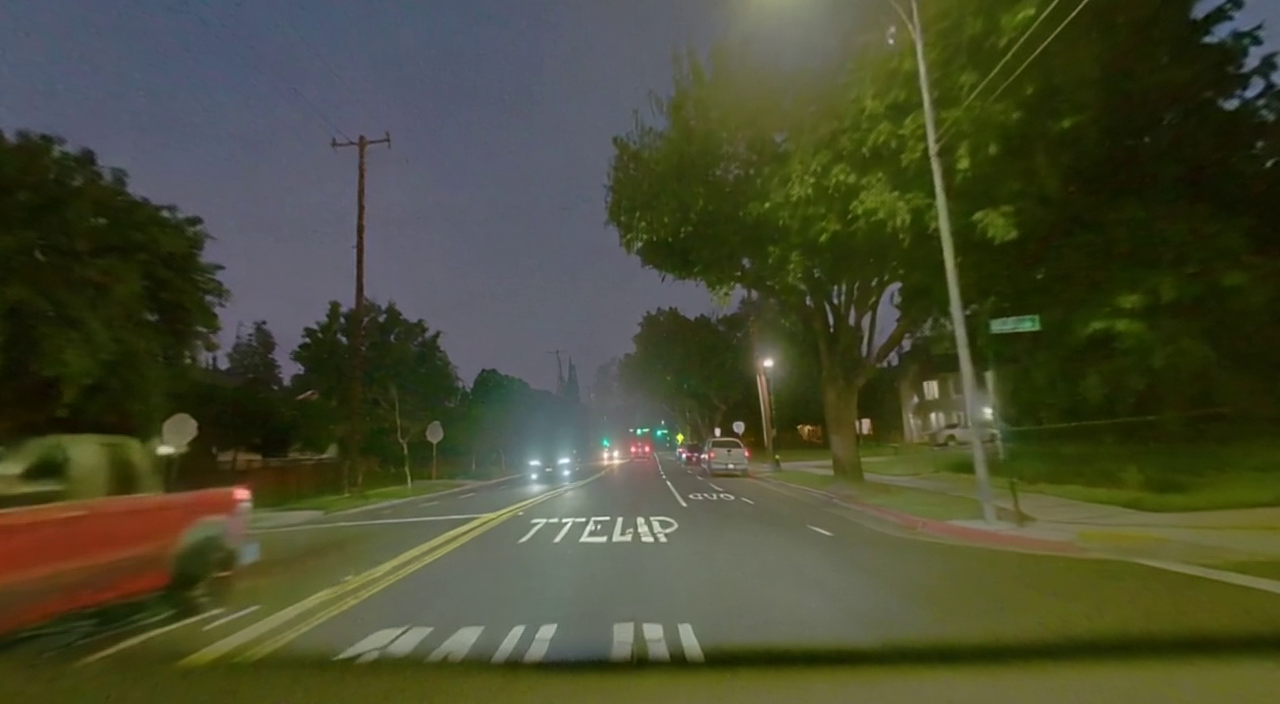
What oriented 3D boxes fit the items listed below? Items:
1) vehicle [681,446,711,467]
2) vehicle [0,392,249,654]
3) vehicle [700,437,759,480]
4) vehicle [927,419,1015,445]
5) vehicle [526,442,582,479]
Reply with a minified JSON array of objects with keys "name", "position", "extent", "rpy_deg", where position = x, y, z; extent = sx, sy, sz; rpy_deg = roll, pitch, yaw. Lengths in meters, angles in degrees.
[{"name":"vehicle","position":[4.168,7.800,47.416],"extent":[1.874,1.415,4.683],"rpy_deg":[-1,-9,0]},{"name":"vehicle","position":[-5.836,1.434,5.339],"extent":[2.037,1.948,4.621],"rpy_deg":[-4,-9,2]},{"name":"vehicle","position":[3.874,4.740,28.313],"extent":[2.087,1.725,4.986],"rpy_deg":[-1,-9,2]},{"name":"vehicle","position":[22.321,5.417,42.724],"extent":[4.799,1.678,2.002],"rpy_deg":[0,-9,-4]},{"name":"vehicle","position":[-4.467,5.759,33.835],"extent":[2.091,1.793,5.296],"rpy_deg":[-1,-8,2]}]
